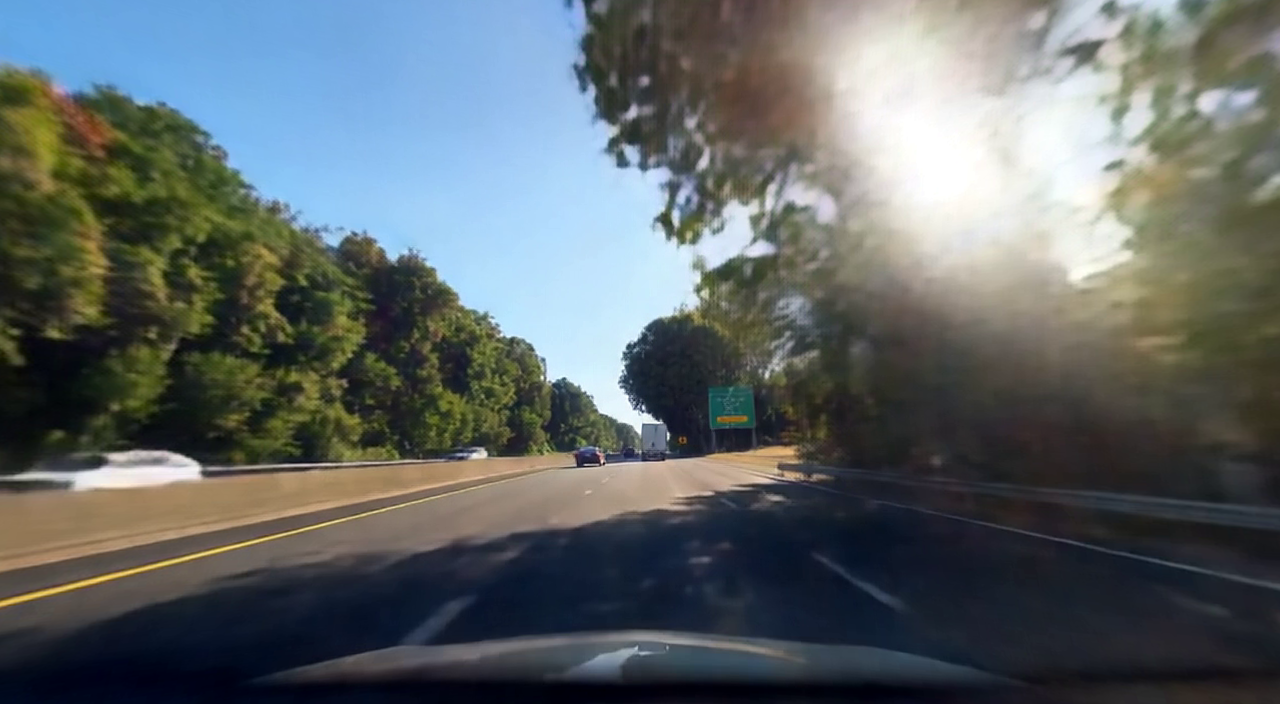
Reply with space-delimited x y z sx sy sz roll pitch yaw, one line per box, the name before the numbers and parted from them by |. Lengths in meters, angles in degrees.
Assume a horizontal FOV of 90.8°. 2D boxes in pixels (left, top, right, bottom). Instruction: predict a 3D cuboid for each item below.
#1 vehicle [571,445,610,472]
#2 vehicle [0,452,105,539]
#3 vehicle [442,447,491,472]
vehicle | -3.114 6.851 40.706 2.057 1.618 4.212 0 -9 1
vehicle | -12.031 2.442 10.650 1.841 1.487 4.687 0 -9 1
vehicle | -11.480 7.144 42.035 1.961 1.550 4.218 0 -9 1
